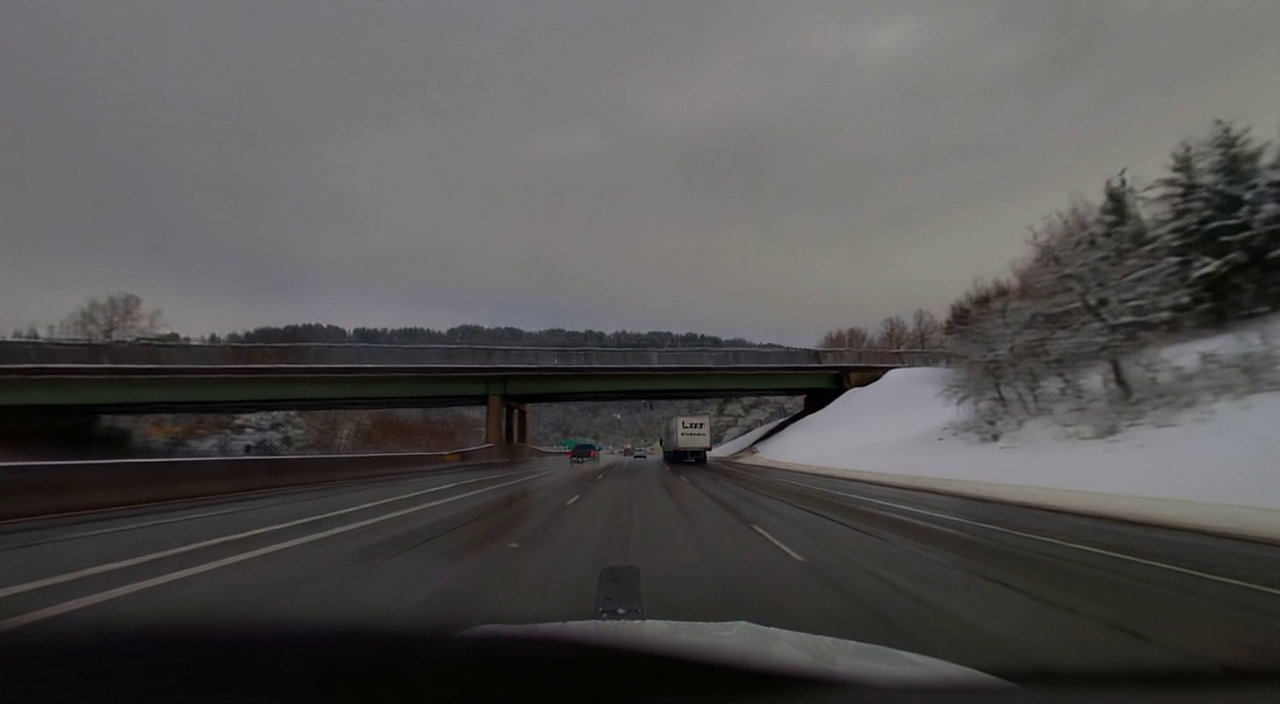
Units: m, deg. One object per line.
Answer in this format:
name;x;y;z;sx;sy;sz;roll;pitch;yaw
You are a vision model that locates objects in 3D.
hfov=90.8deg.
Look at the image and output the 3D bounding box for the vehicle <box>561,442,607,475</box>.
vehicle;-2.926;5.713;34.029;2.052;1.654;4.303;0;-9;0
